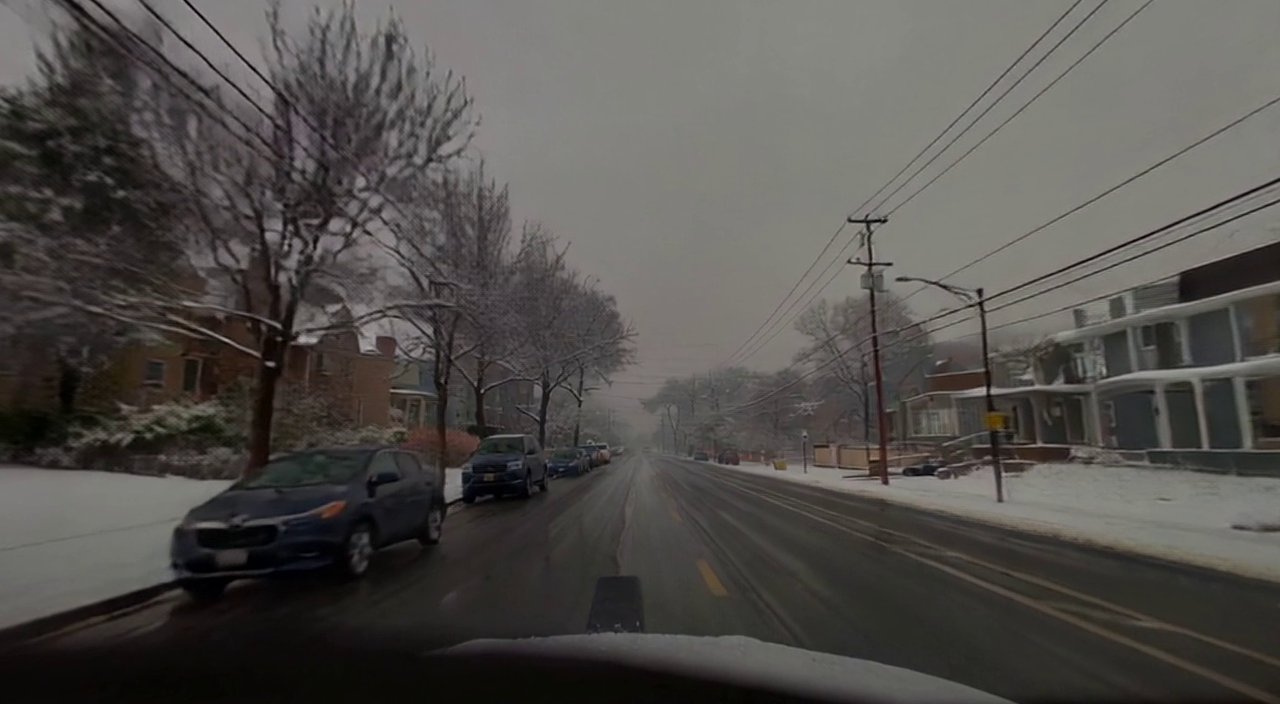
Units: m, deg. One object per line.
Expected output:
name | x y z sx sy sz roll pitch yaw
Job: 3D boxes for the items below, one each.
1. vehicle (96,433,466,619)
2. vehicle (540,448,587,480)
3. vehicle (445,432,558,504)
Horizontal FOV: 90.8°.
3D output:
vehicle | -3.708 1.830 7.783 1.825 1.542 4.715 0 -8 -1
vehicle | -4.021 6.016 34.114 1.917 1.516 4.898 -2 -9 0
vehicle | -4.055 3.520 19.681 2.189 1.887 5.616 -1 -9 1
